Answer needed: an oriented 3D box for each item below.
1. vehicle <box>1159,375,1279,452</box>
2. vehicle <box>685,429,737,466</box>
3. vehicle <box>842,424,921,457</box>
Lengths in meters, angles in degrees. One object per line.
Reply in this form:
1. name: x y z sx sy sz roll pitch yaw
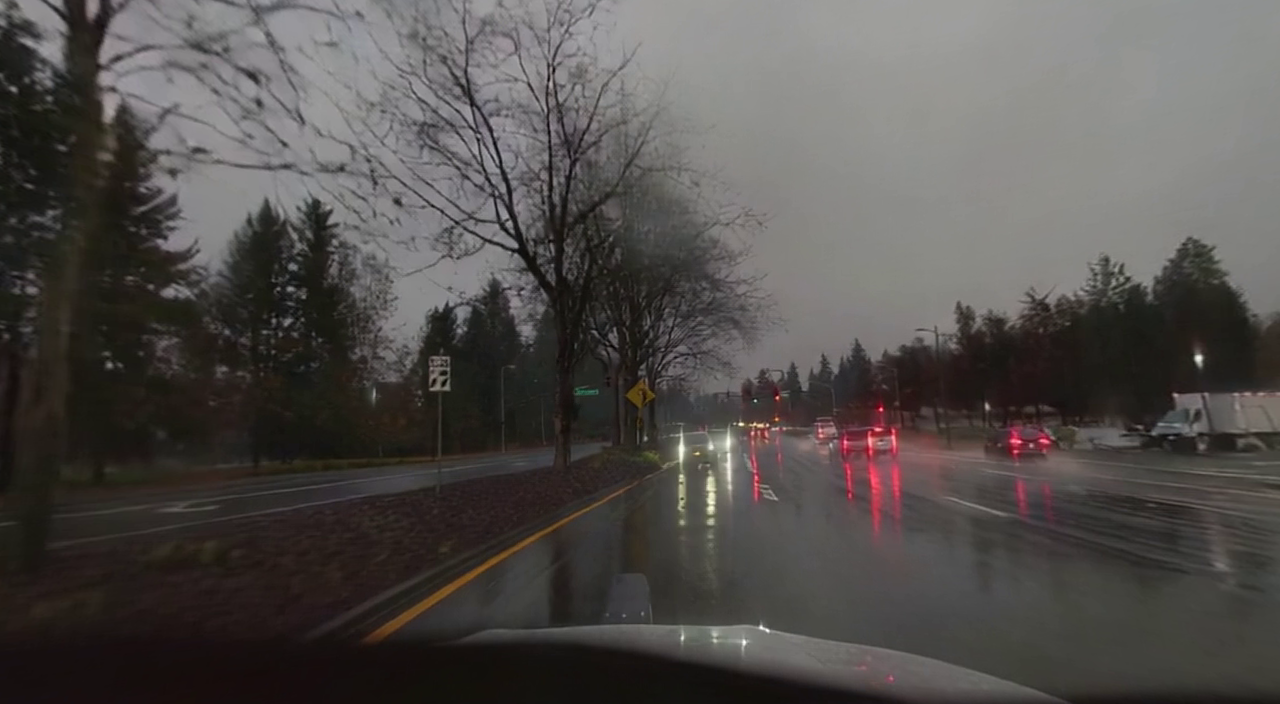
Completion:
1. vehicle: 31.103 3.317 32.369 7.827 3.570 3.121 4 -9 -20
2. vehicle: 3.084 4.084 27.004 2.032 1.461 4.173 -1 -9 8
3. vehicle: 13.251 4.927 34.905 1.991 1.695 4.357 2 -9 -12
